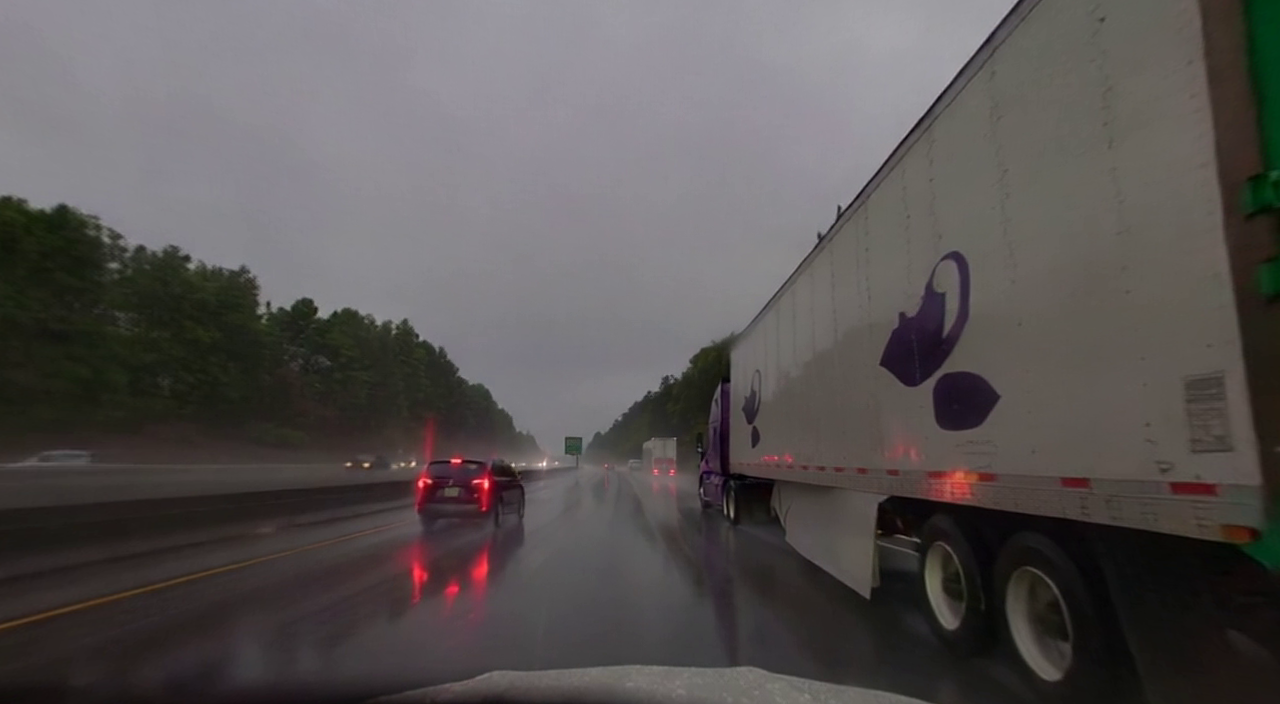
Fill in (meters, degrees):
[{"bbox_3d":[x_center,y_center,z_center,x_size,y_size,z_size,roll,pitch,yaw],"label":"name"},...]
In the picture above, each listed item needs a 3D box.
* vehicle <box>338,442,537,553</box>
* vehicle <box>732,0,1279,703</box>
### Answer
[{"bbox_3d":[-3.422,2.613,11.873,2.010,1.580,4.949,1,-10,1],"label":"vehicle"},{"bbox_3d":[3.744,0.867,8.508,2.856,4.040,14.009,1,-10,0],"label":"vehicle"}]
